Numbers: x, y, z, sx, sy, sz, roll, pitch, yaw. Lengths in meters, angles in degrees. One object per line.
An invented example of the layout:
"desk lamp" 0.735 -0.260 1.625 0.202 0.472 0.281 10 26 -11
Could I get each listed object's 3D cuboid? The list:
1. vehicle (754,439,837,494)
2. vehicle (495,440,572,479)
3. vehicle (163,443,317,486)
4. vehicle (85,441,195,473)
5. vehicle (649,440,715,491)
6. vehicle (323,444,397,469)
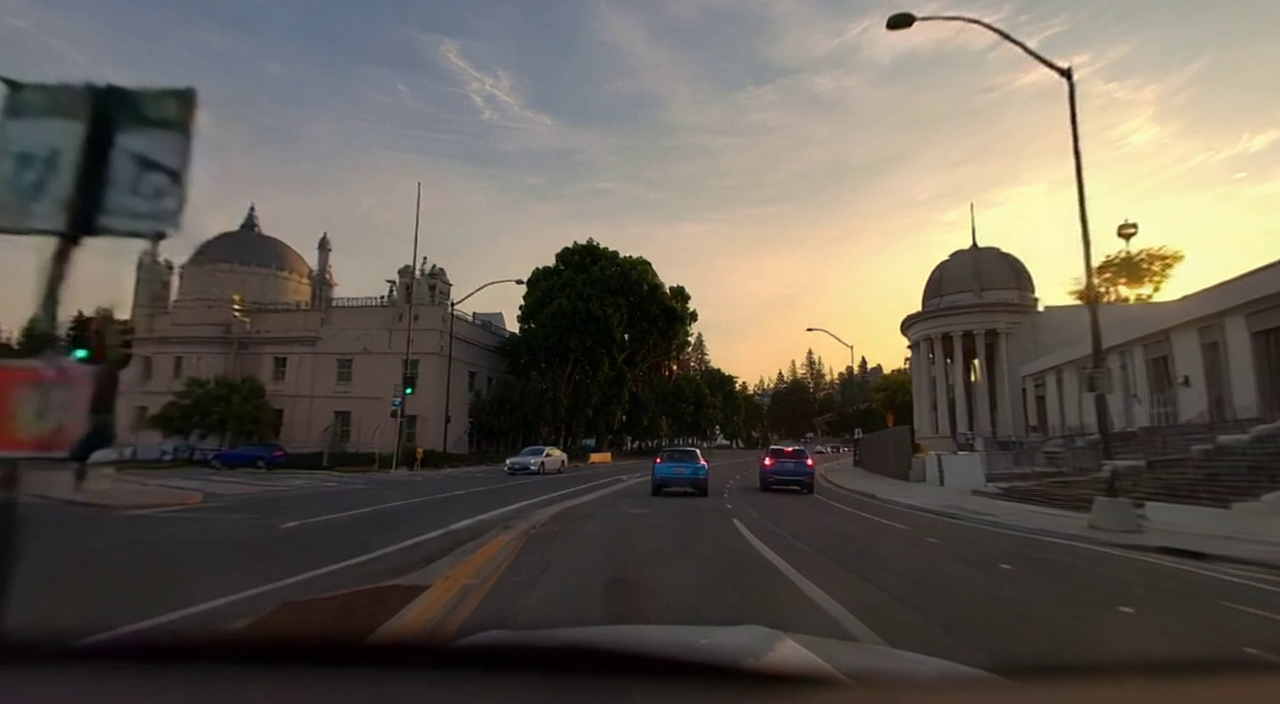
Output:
"vehicle" 5.472 4.091 22.913 2.320 1.772 4.872 -1 -9 7
"vehicle" -5.292 5.446 32.177 2.254 1.789 4.736 -2 -9 12
"vehicle" -14.794 4.179 23.534 4.351 1.490 2.012 0 -9 -1
"vehicle" -29.875 6.274 37.823 1.951 1.743 4.619 -6 -10 29
"vehicle" 1.612 4.057 22.754 2.132 1.632 3.889 -2 -9 7
"vehicle" -20.870 7.808 47.017 4.648 1.697 1.979 -3 -10 13
